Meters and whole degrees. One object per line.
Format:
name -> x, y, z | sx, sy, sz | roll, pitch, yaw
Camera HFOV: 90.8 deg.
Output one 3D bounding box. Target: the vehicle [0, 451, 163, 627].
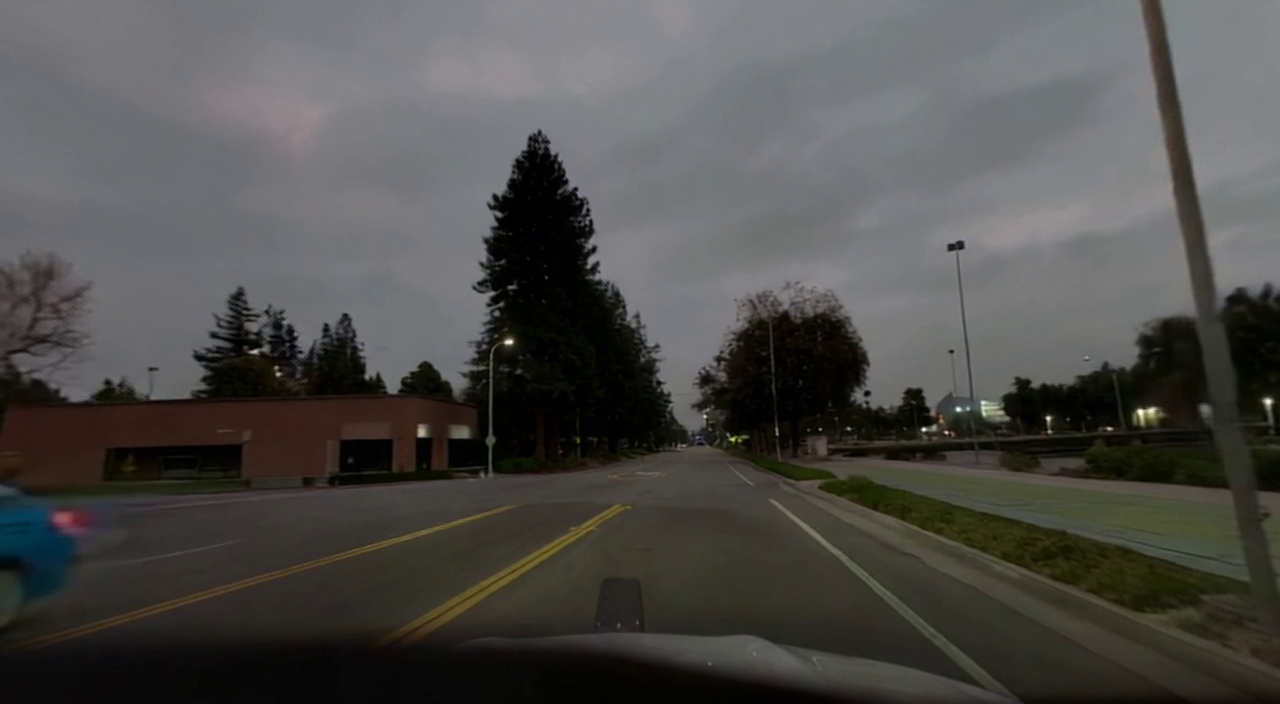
vehicle -> -6.518, 1.549, 4.880 | 1.926, 1.465, 4.433 | -2, -8, 6
